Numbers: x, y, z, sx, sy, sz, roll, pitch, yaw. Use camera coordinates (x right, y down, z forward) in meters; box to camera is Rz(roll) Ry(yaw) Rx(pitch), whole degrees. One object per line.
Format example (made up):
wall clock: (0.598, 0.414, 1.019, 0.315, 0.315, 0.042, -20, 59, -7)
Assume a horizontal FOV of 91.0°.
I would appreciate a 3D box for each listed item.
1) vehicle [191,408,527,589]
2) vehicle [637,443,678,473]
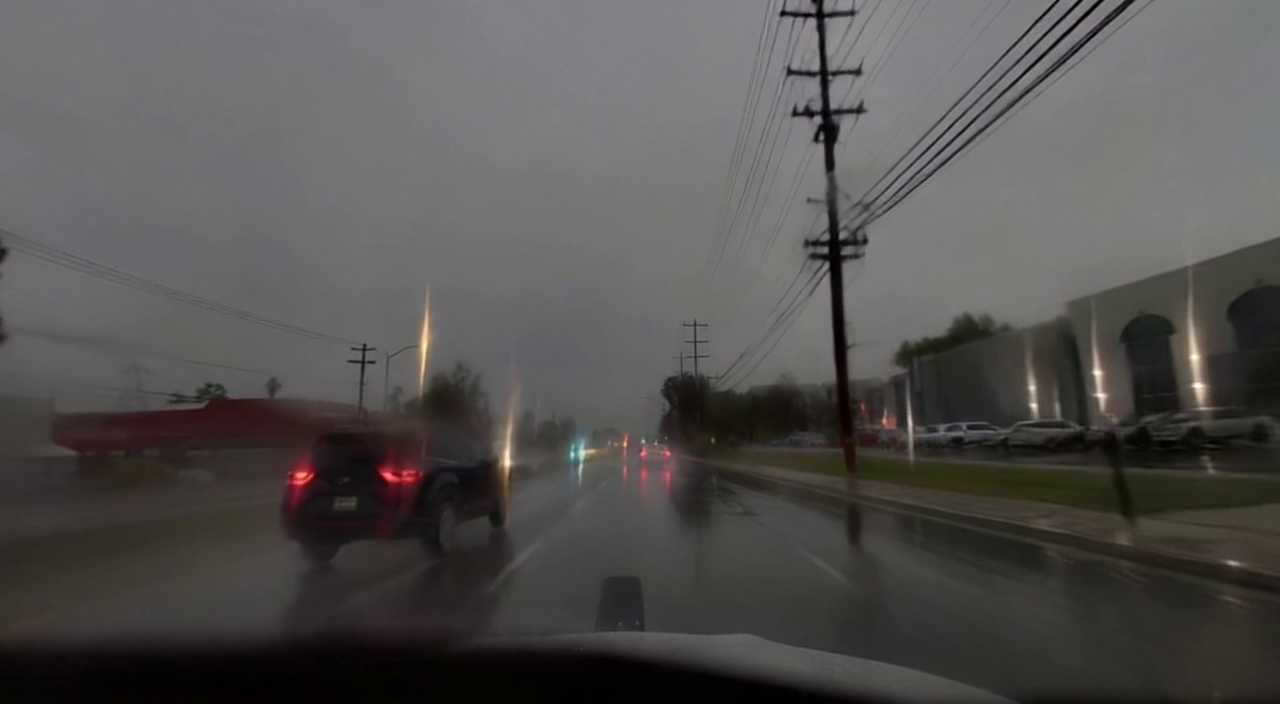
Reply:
vehicle: (-3.063, 1.713, 8.317, 2.169, 1.679, 4.723, -1, -8, 1)
vehicle: (0.914, 5.844, 34.970, 2.114, 1.492, 4.453, 0, -8, 0)
